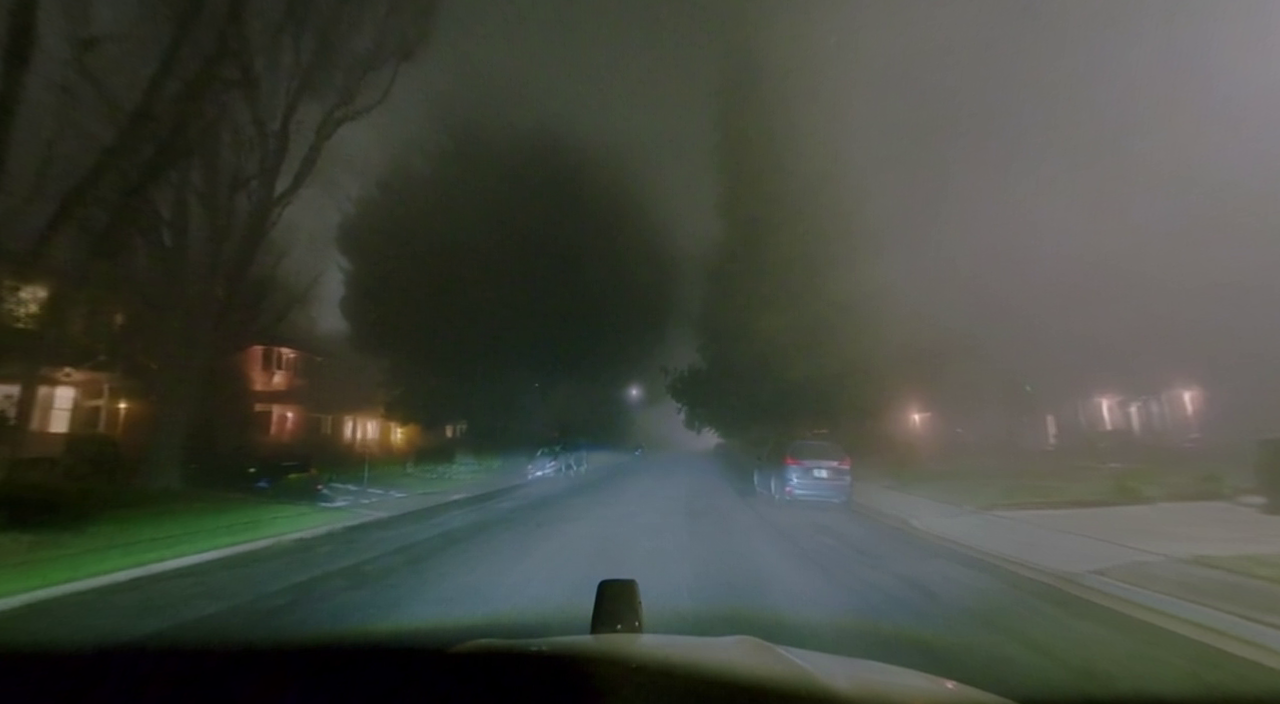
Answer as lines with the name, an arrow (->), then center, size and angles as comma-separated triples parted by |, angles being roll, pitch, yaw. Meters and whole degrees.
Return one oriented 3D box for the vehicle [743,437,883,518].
vehicle -> 3.573, 2.654, 13.886 | 2.006, 1.494, 4.211 | 0, -9, 2
